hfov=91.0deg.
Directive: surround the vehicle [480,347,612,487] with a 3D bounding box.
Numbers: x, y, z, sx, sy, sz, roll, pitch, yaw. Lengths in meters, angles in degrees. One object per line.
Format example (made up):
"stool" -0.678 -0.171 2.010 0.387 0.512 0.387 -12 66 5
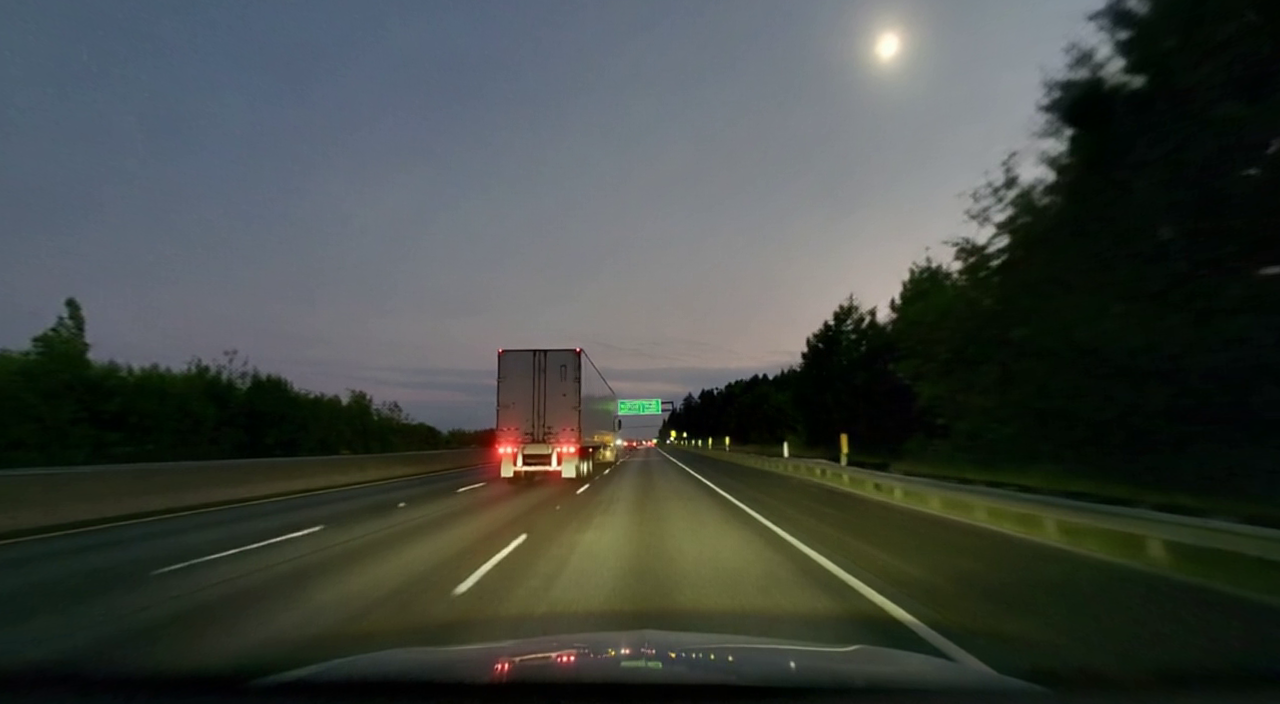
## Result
"vehicle" -3.022 2.868 25.369 2.947 4.051 14.256 0 -8 1
